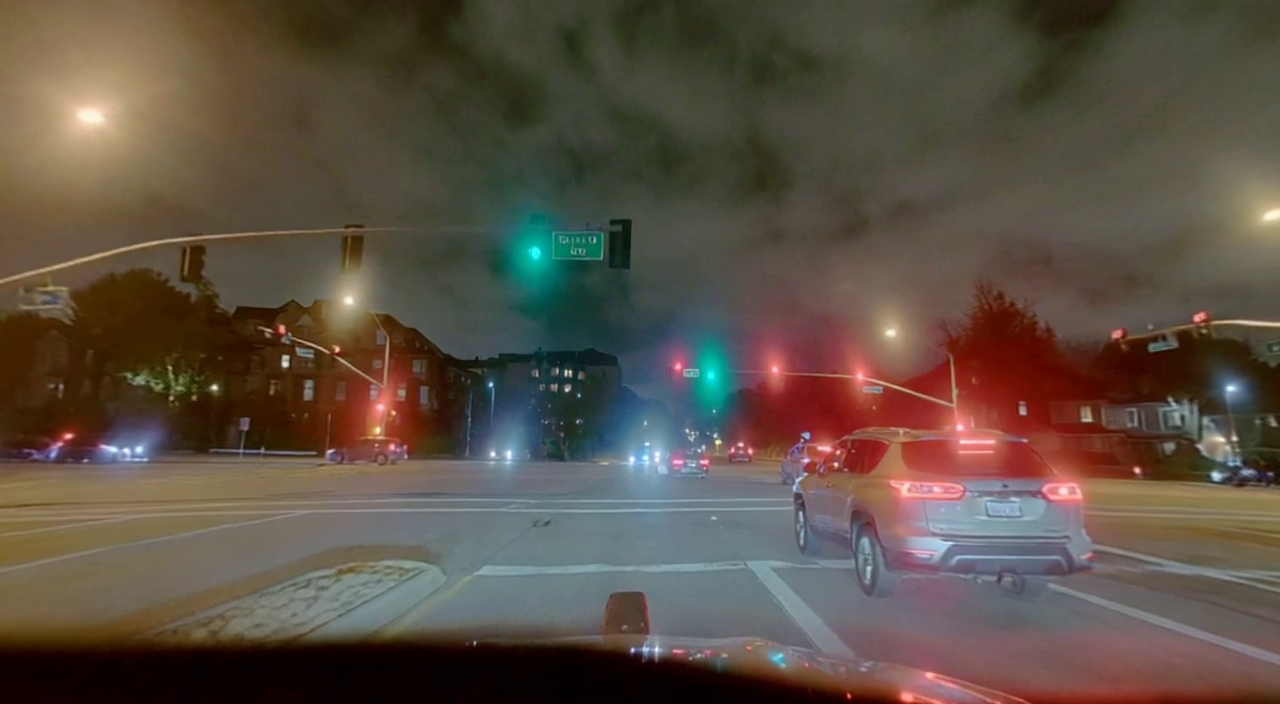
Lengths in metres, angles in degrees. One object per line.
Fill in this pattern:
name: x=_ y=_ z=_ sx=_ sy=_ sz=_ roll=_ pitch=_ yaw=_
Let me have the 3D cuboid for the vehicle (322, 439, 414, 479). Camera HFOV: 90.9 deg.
vehicle: x=-12.445 y=4.855 z=28.787 sx=4.020 sy=1.705 sz=2.099 roll=-7 pitch=-11 yaw=38

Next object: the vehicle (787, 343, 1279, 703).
vehicle: x=2.725 y=1.183 z=4.658 sx=2.115 sy=1.737 sz=4.642 roll=0 pitch=-9 yaw=0

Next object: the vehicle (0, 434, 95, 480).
vehicle: x=-27.708 y=4.630 z=28.133 sx=4.689 sy=1.734 sz=2.034 roll=4 pitch=-8 yaw=-1

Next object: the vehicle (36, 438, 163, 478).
vehicle: x=-26.688 y=5.202 z=31.236 sx=4.365 sy=1.629 sz=2.004 roll=4 pitch=-8 yaw=1

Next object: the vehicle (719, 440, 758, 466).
vehicle: x=7.353 y=7.626 z=47.522 sx=2.105 sy=1.830 sz=4.610 roll=0 pitch=-9 yaw=-1

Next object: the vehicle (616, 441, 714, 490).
vehicle: x=0.724 y=3.856 z=21.685 sx=2.009 sy=1.480 sz=4.423 roll=3 pitch=-9 yaw=-17
